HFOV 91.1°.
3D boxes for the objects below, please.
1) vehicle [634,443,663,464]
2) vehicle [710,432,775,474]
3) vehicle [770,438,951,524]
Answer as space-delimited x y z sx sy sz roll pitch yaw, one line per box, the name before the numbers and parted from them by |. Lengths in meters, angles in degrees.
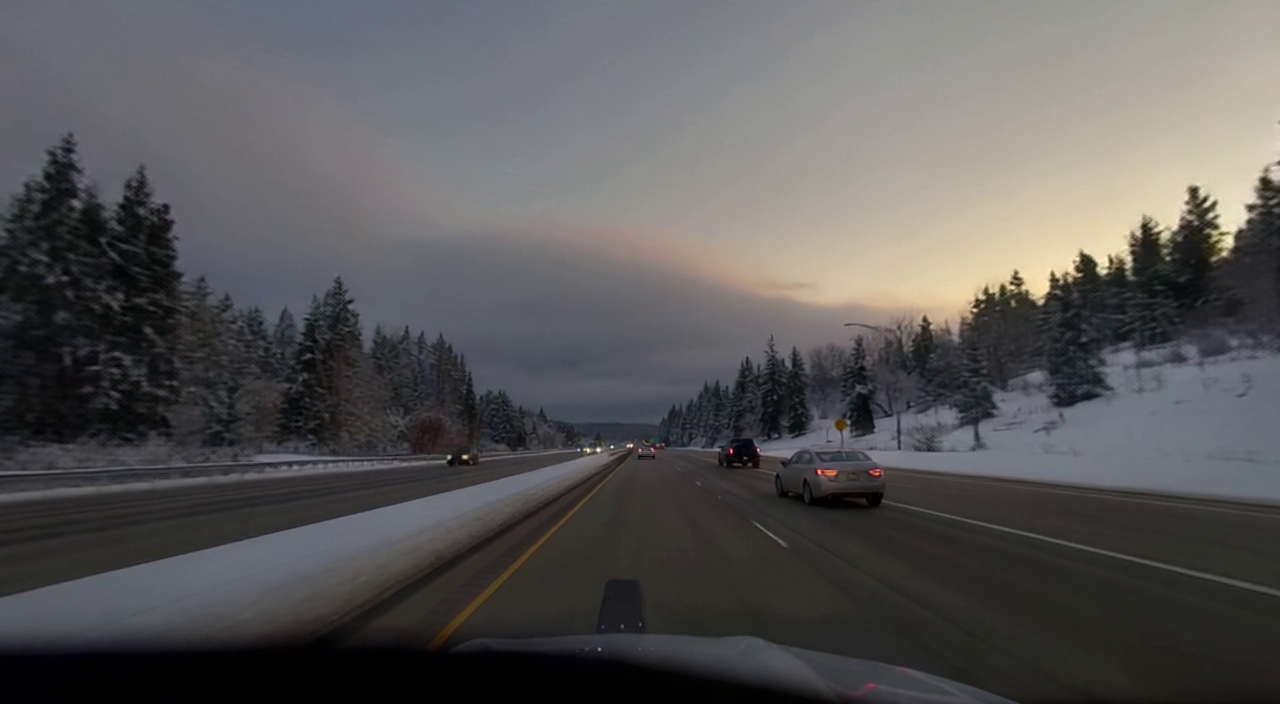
vehicle | 0.627 7.587 47.063 2.052 1.472 4.295 0 -8 0
vehicle | 5.010 5.050 31.577 2.206 1.902 5.460 0 -8 -2
vehicle | 4.313 2.574 13.264 1.904 1.453 4.789 0 -8 -3
